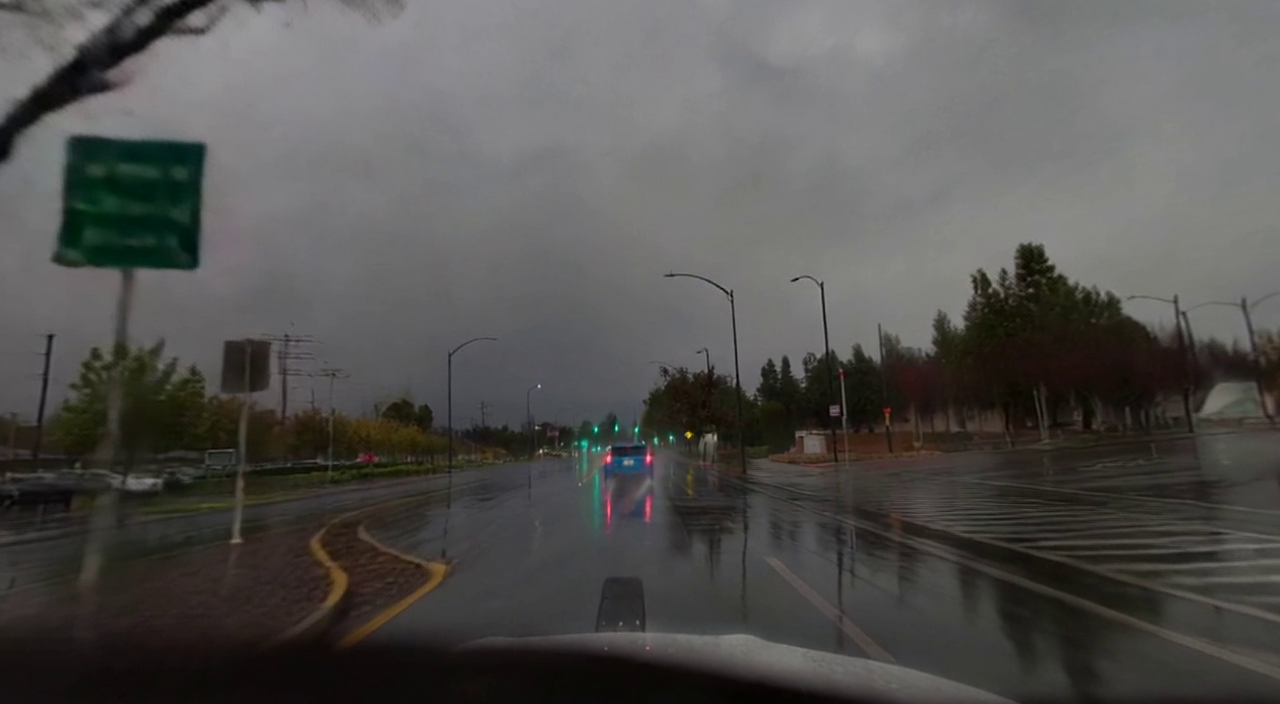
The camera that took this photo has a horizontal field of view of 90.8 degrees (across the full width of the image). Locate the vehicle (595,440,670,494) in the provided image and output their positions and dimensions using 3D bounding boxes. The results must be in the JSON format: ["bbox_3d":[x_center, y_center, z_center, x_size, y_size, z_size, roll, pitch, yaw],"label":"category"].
[{"bbox_3d":[-0.229,3.727,20.840,2.221,1.570,4.398,0,-9,0],"label":"vehicle"}]

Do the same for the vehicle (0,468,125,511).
[{"bbox_3d":[-23.015,5.339,24.638,4.086,1.478,1.844,0,-8,-4],"label":"vehicle"}]
